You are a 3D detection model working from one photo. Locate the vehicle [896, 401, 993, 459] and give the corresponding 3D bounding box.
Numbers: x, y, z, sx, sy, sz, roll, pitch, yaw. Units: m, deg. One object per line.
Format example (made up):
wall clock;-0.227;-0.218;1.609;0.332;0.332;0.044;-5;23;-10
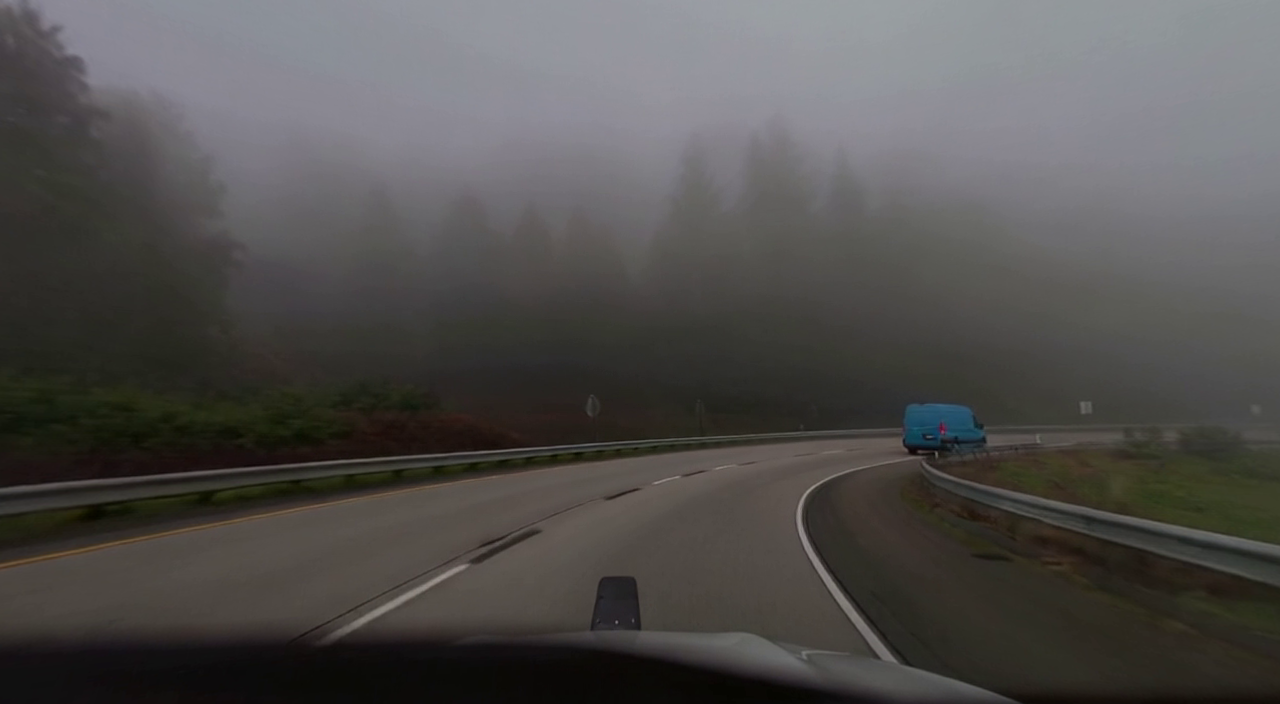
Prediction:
vehicle;14.937;3.821;30.780;5.330;2.577;2.352;7;-11;-43
